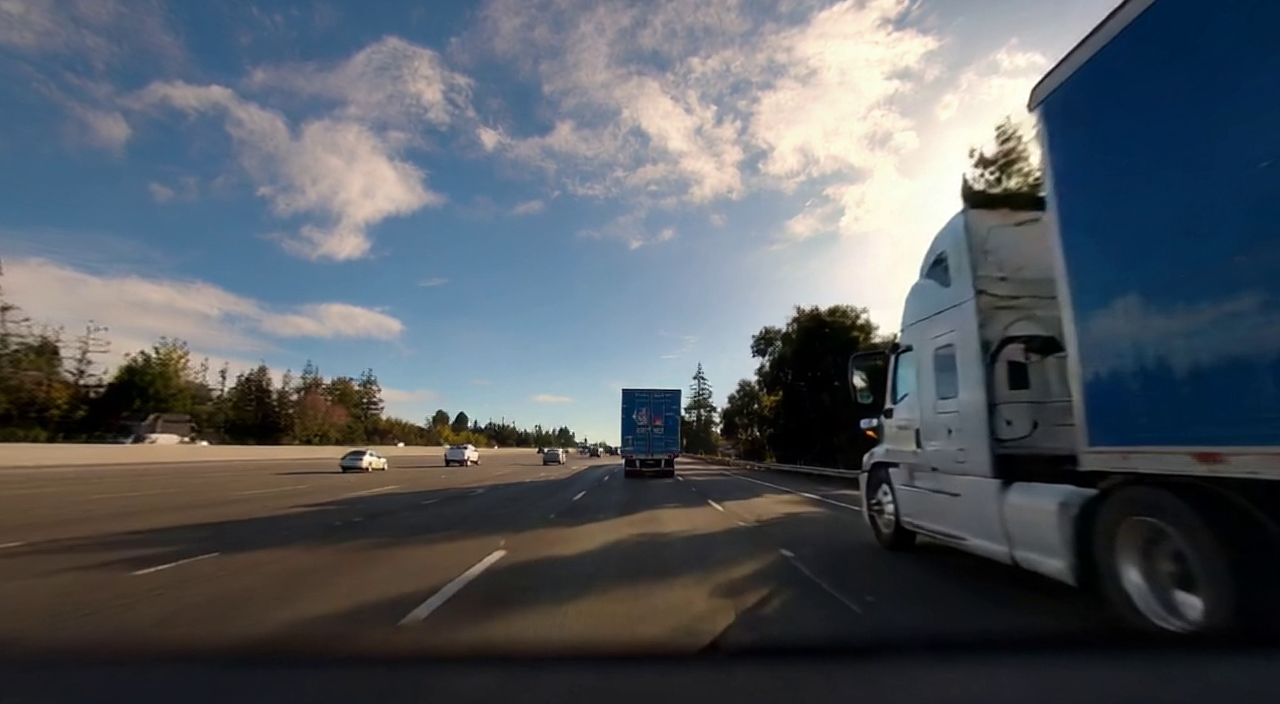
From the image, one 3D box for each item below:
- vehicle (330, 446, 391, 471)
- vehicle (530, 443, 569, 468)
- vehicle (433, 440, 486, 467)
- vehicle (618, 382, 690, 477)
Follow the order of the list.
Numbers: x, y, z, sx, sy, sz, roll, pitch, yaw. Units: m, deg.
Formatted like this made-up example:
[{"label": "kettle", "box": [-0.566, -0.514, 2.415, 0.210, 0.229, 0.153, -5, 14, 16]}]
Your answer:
[{"label": "vehicle", "box": [-18.034, 6.882, 41.001, 1.901, 1.485, 4.279, 0, -8, 1]}, {"label": "vehicle", "box": [-6.832, 7.841, 48.102, 2.152, 1.732, 4.782, 0, -8, 1]}, {"label": "vehicle", "box": [-13.690, 7.744, 48.290, 2.296, 1.907, 5.659, 0, -8, 1]}, {"label": "vehicle", "box": [0.553, 4.560, 35.494, 3.140, 4.100, 15.551, 1, -9, 0]}]
